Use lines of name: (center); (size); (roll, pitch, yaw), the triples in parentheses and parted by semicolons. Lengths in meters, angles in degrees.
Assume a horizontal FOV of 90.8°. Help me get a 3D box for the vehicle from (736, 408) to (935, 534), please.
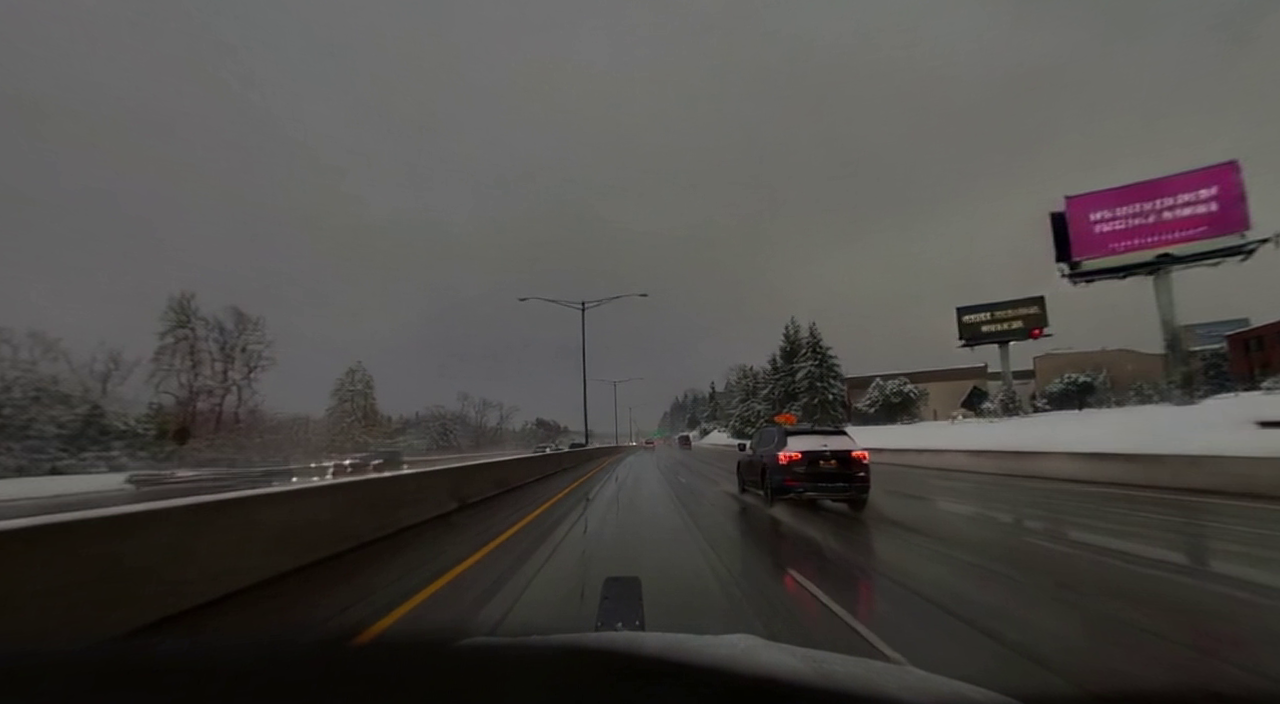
vehicle: (3.035, 1.973, 10.992); (1.973, 1.710, 4.476); (0, -9, -1)

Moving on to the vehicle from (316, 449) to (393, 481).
vehicle: (-14.460, 5.698, 32.275); (1.831, 1.457, 4.500); (-1, -9, 0)
